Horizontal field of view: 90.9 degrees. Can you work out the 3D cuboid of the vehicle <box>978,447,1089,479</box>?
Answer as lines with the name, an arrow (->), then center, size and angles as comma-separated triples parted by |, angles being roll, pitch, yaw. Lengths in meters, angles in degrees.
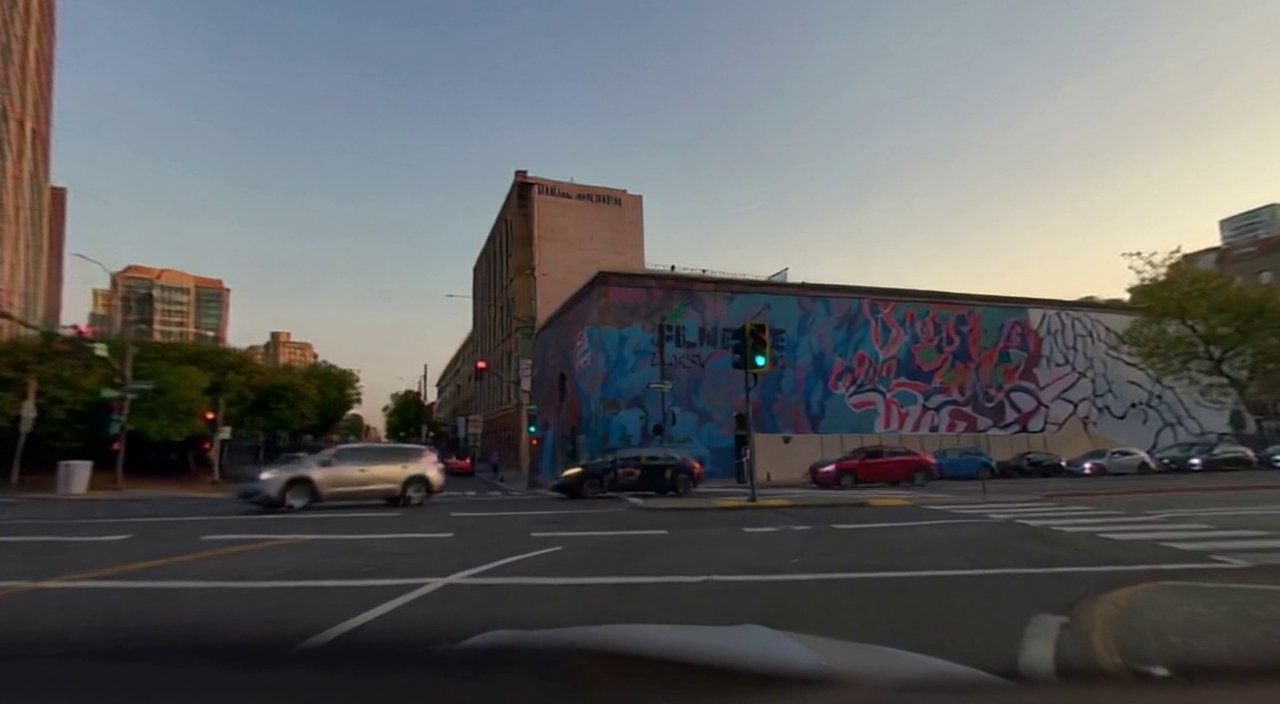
vehicle -> 19.638, 5.541, 31.571 | 4.418, 1.556, 1.814 | 1, -10, -7

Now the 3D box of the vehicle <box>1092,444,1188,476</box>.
vehicle -> 25.667, 5.543, 32.420 | 3.522, 1.546, 1.721 | 1, -9, -6

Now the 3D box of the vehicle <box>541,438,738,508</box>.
vehicle -> -0.038, 3.083, 16.493 | 4.749, 1.624, 1.926 | 3, -9, -19

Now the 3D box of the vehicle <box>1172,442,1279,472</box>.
vehicle -> 30.563, 5.423, 32.705 | 4.494, 1.481, 1.783 | 1, -9, -6

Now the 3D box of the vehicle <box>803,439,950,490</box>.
vehicle -> 8.042, 3.831, 21.658 | 4.291, 1.606, 1.859 | 1, -9, -8

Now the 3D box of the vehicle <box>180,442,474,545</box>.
vehicle -> -5.293, 2.380, 11.371 | 1.818, 1.439, 4.371 | -5, -10, 30
